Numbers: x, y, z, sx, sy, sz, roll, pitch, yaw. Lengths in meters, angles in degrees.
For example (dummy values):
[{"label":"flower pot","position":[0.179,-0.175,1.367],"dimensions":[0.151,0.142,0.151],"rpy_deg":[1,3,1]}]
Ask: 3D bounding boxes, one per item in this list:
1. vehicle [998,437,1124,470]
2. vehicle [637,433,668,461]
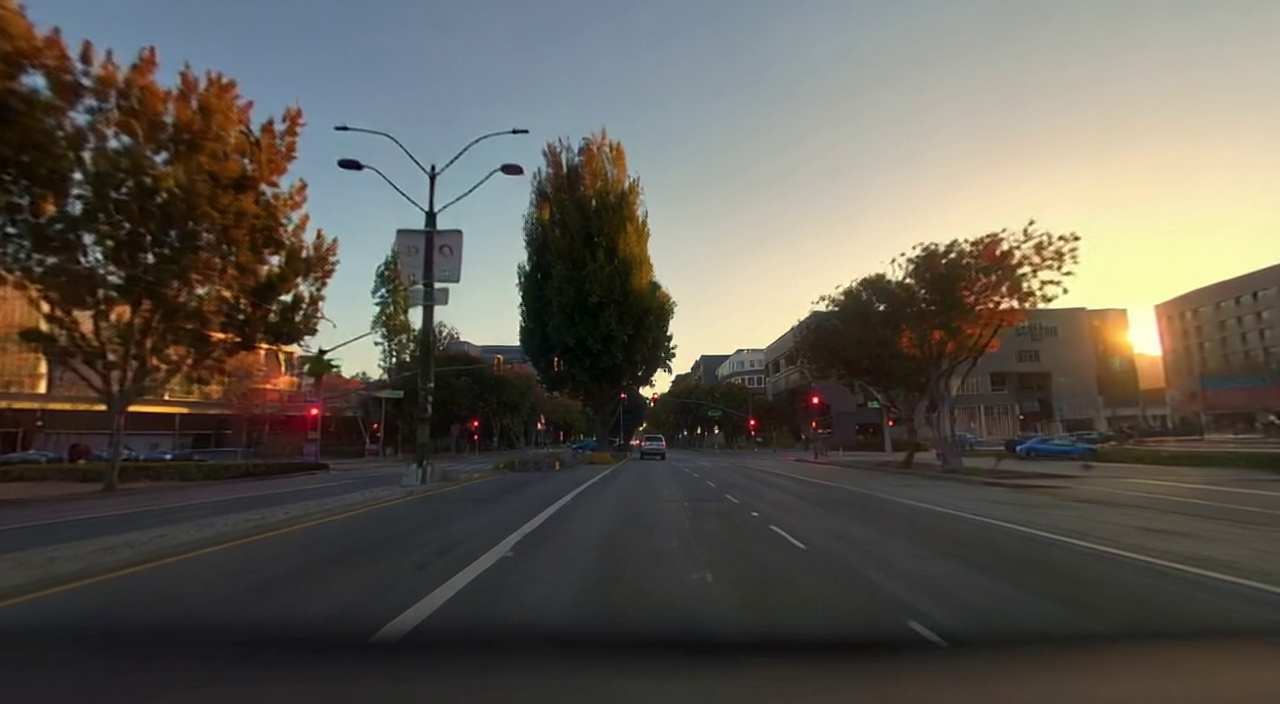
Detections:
[{"label":"vehicle","position":[19.854,4.799,29.842],"dimensions":[4.479,1.488,2.038],"rpy_deg":[0,-8,0]},{"label":"vehicle","position":[0.824,6.362,42.379],"dimensions":[1.994,1.759,4.186],"rpy_deg":[0,-8,1]}]
